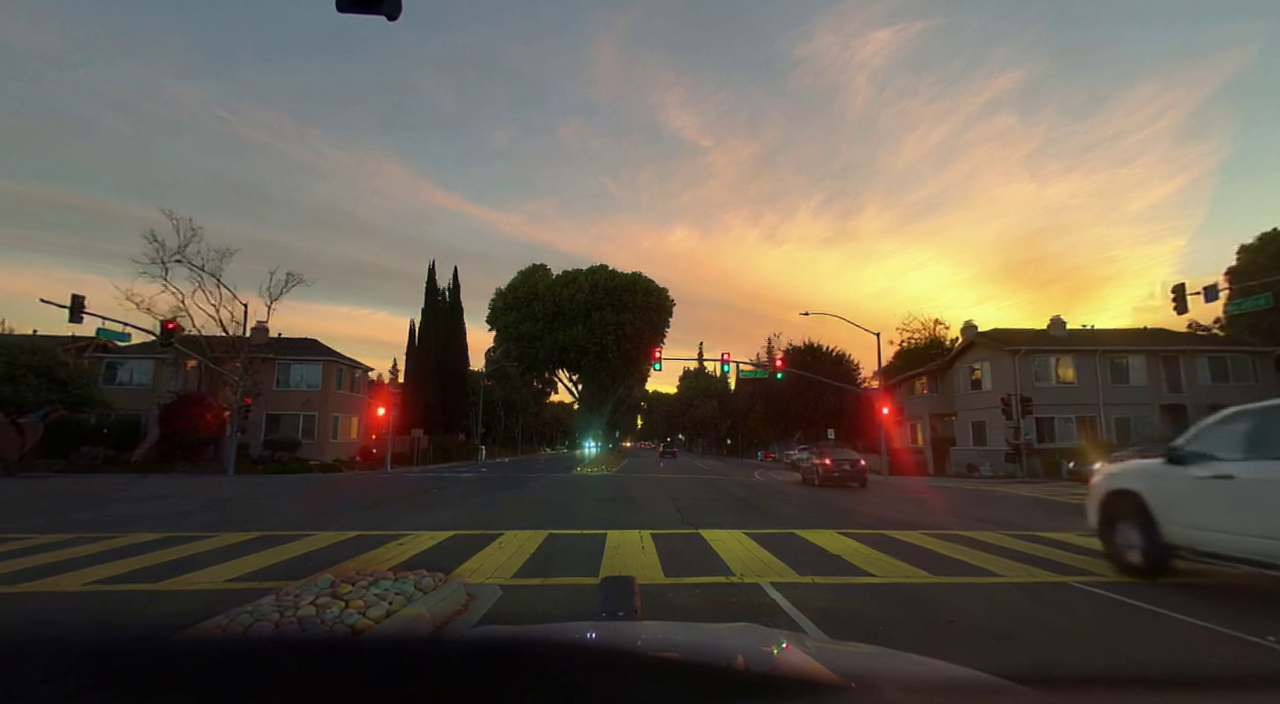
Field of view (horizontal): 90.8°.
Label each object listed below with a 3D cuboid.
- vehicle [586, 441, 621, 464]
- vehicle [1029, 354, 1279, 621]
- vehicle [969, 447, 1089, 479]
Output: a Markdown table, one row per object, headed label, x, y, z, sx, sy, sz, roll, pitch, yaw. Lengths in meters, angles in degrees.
| label | x | y | z | sx | sy | sz | roll | pitch | yaw |
| --- | --- | --- | --- | --- | --- | --- | --- | --- | --- |
| vehicle | -2.383 | 6.711 | 42.285 | 2.045 | 1.484 | 3.991 | 0 | -9 | 0 |
| vehicle | 6.089 | 1.067 | 5.005 | 2.273 | 2.042 | 5.717 | 0 | -9 | -1 |
| vehicle | 19.744 | 5.627 | 32.224 | 4.874 | 1.544 | 1.779 | 0 | -9 | 1 |
